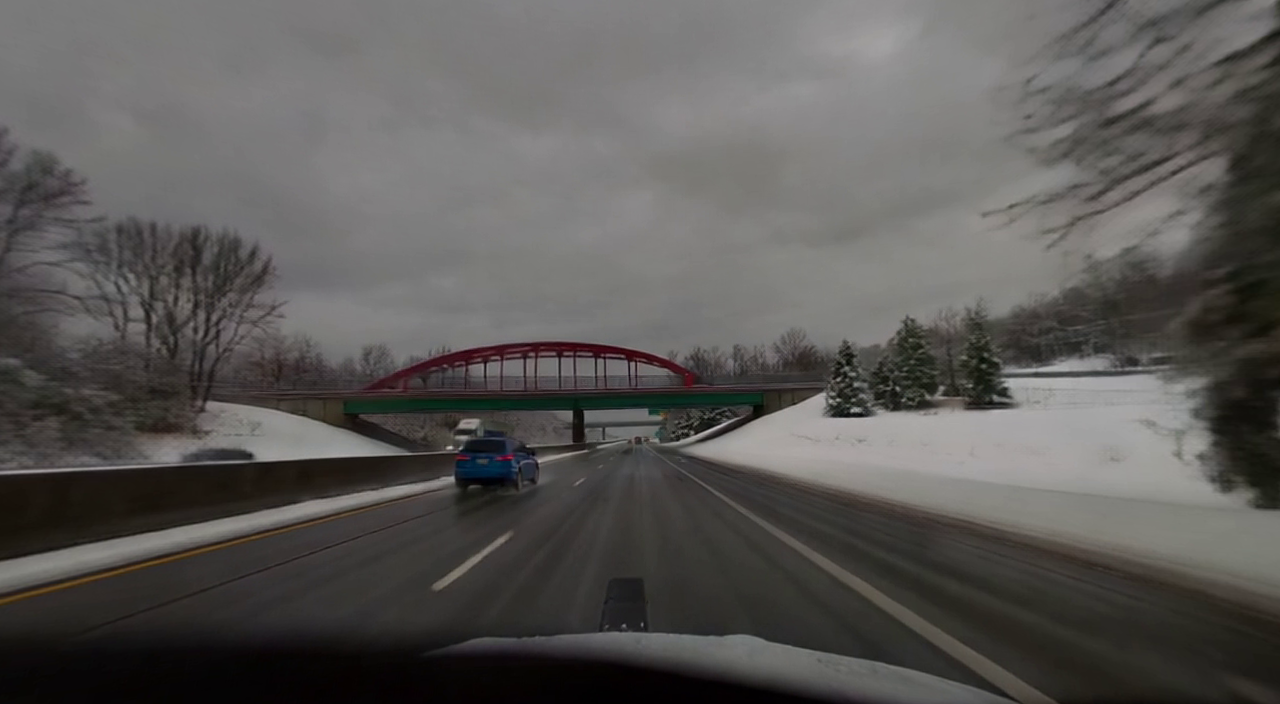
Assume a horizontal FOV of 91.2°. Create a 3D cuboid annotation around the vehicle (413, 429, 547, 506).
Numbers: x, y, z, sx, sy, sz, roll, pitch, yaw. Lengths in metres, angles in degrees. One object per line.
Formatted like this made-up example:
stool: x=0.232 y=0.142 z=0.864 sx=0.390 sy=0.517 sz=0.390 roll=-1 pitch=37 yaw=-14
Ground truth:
vehicle: x=-3.600 y=2.678 z=15.045 sx=2.052 sy=1.556 sz=4.405 roll=0 pitch=-8 yaw=0
